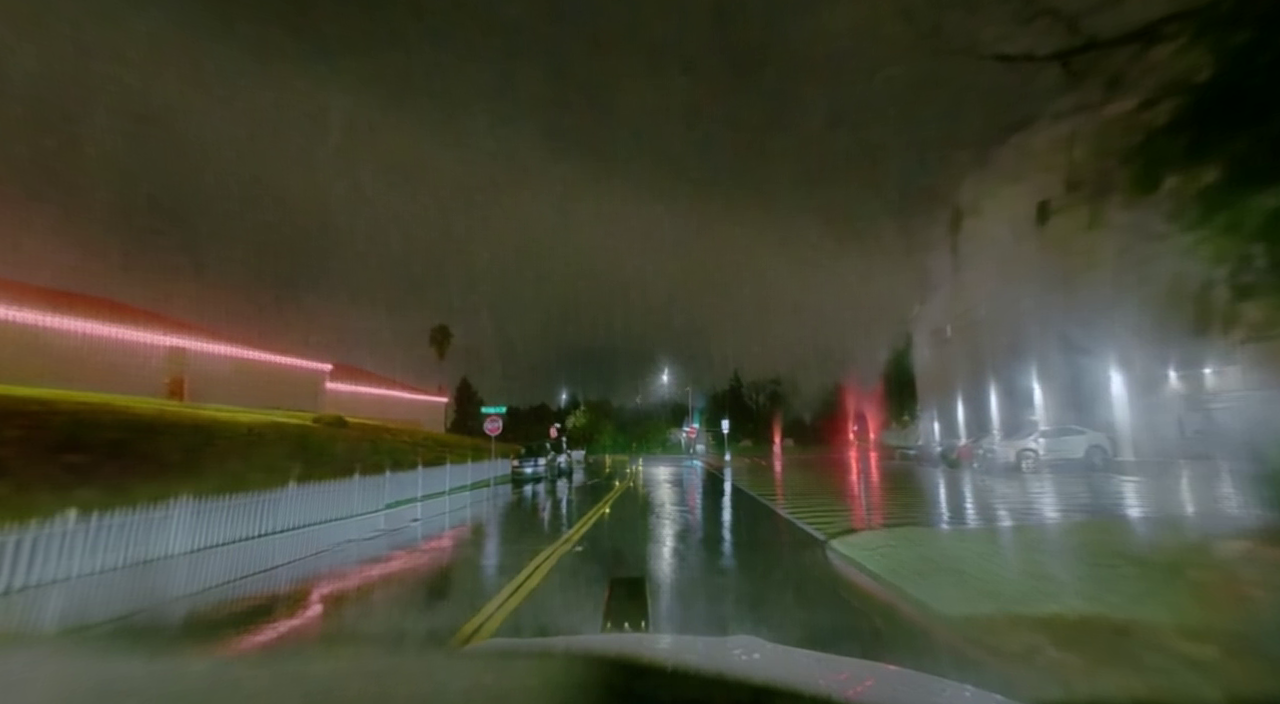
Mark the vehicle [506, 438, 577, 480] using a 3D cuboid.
[{"bbox_3d":[-4.933,5.462,32.657,2.308,1.899,6.107,-1,-8,4],"label":"vehicle"}]
